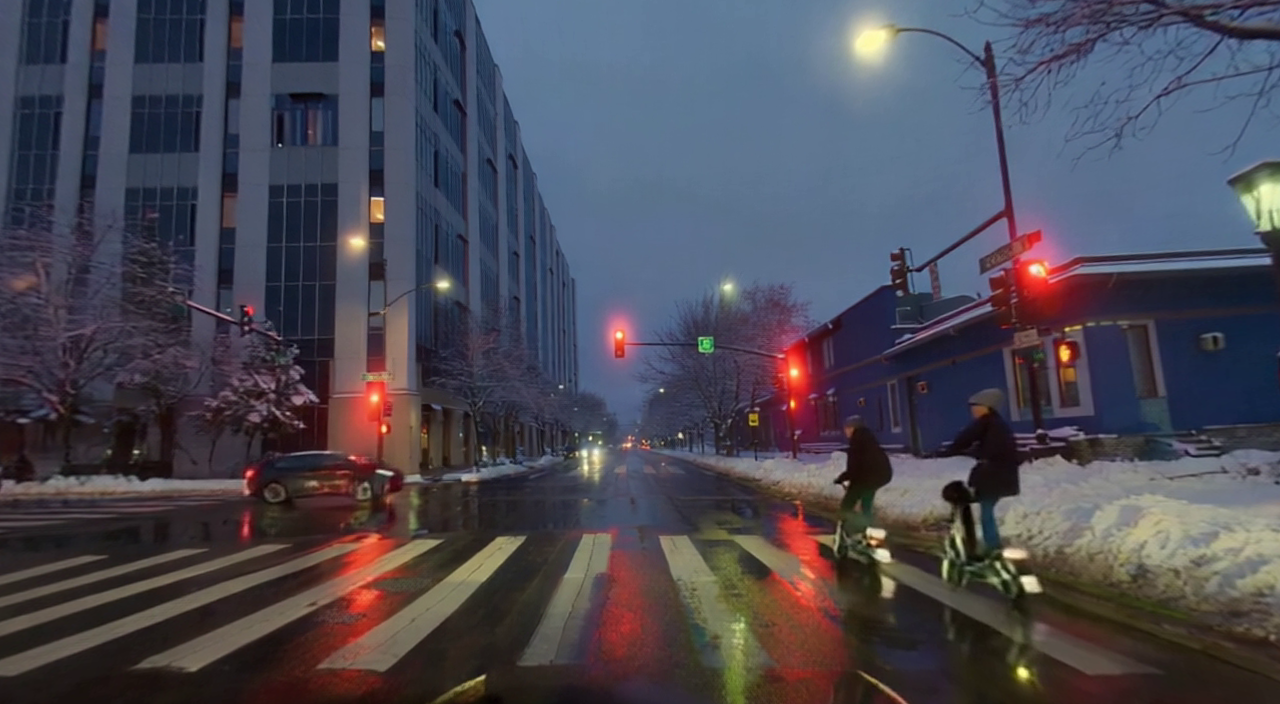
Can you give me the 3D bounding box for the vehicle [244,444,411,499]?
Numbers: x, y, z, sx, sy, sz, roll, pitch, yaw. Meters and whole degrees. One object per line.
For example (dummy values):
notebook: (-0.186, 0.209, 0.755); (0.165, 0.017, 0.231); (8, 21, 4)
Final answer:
vehicle: (-10.153, 3.868, 20.895); (4.641, 1.616, 2.051); (3, -9, -23)
